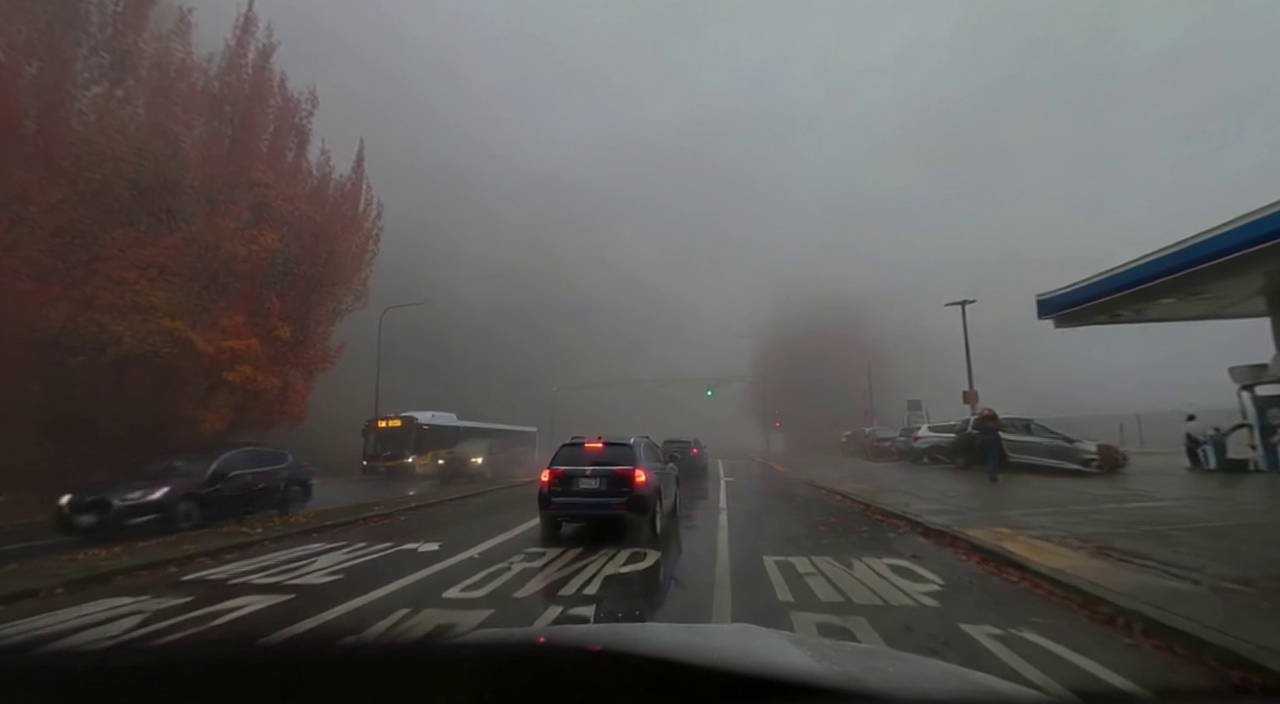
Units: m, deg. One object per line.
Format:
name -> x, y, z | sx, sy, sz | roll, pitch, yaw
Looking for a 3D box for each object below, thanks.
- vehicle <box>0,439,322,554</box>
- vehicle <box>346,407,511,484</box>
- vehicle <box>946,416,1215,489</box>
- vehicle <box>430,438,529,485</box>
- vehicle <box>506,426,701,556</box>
vehicle -> -8.553, 2.469, 11.616 | 2.054, 1.599, 5.178 | -1, -9, 8
vehicle -> -10.093, 4.814, 32.124 | 3.189, 3.205, 11.526 | -1, -9, 7
vehicle -> 10.611, 2.498, 15.535 | 4.894, 1.451, 2.089 | -4, -9, 8
vehicle -> -6.433, 4.476, 25.905 | 2.147, 1.741, 5.239 | -1, -9, 7
vehicle -> -0.268, 1.970, 9.575 | 2.092, 1.507, 4.078 | -2, -9, 9
